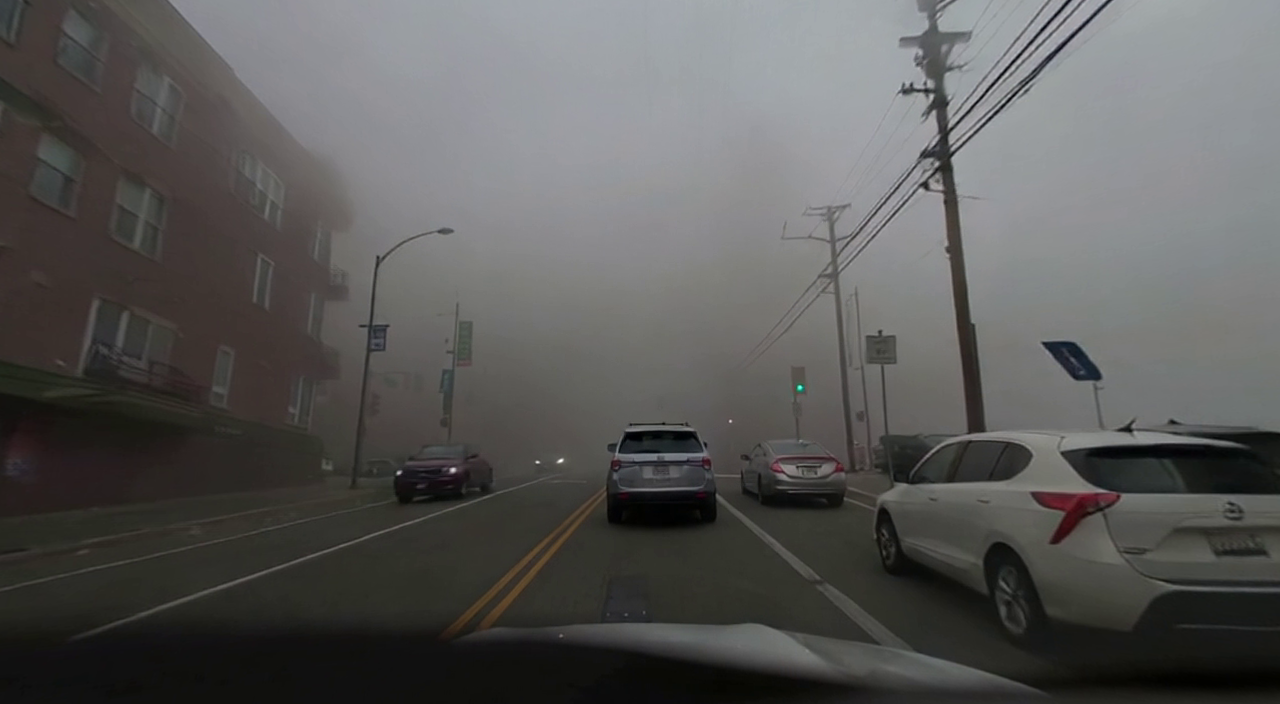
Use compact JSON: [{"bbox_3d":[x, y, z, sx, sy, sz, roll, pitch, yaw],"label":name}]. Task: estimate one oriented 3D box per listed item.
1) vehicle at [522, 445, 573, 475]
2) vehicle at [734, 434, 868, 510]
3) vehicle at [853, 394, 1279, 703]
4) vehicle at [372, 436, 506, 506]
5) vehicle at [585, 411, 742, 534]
[{"bbox_3d":[-5.182,6.121,35.867,2.014,1.538,4.275,-1,-8,3],"label":"vehicle"},{"bbox_3d":[3.415,2.608,14.302,1.970,1.452,4.227,0,-8,1],"label":"vehicle"},{"bbox_3d":[3.369,1.274,5.133,1.906,1.578,4.020,0,-8,1],"label":"vehicle"},{"bbox_3d":[-5.463,3.266,17.921,2.215,1.703,4.614,-1,-8,1],"label":"vehicle"},{"bbox_3d":[0.329,1.999,11.107,2.232,1.736,4.036,0,-8,0],"label":"vehicle"}]
